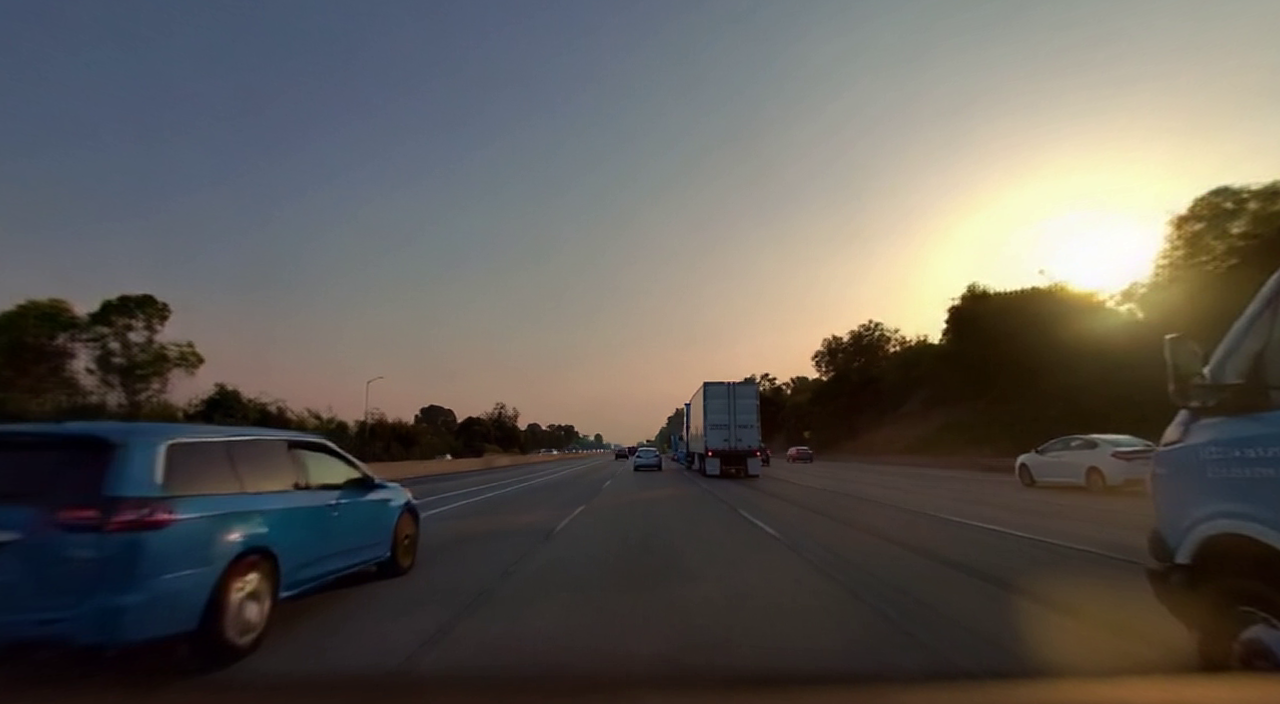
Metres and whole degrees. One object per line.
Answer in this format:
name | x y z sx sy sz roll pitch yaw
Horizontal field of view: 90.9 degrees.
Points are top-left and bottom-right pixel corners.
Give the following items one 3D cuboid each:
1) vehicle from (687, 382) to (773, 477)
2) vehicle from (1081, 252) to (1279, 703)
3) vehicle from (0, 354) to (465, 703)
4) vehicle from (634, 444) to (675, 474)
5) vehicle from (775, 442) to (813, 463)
vehicle | 4.352 4.293 33.645 2.821 4.077 12.562 0 -9 0
vehicle | 3.717 0.339 0.560 2.441 2.017 5.739 0 -9 0
vehicle | -3.169 1.221 4.889 2.237 1.745 4.575 0 -9 1
vehicle | 0.706 5.648 33.589 2.063 1.469 4.208 0 -9 0
vehicle | 11.519 7.531 47.330 1.876 1.552 3.640 0 -9 0
